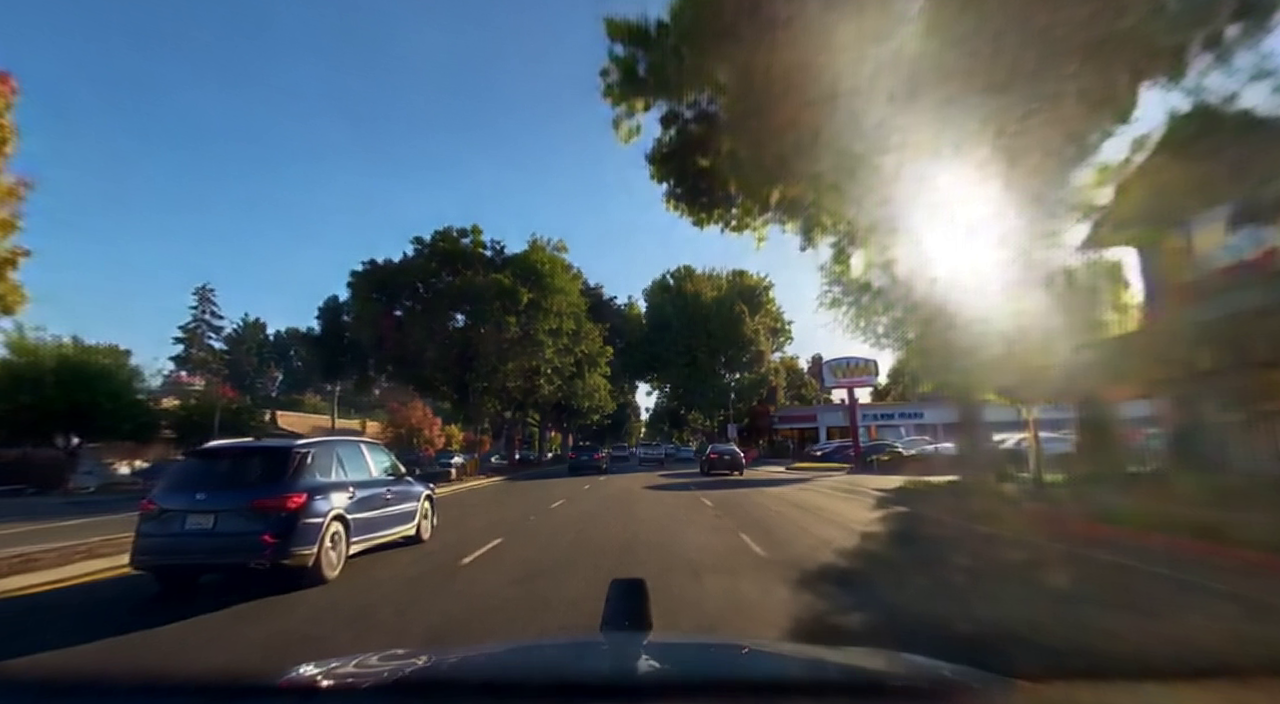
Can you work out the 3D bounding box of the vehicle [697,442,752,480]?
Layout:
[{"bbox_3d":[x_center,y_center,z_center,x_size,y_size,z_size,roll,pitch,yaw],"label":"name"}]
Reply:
[{"bbox_3d":[3.693,4.820,28.087,1.922,1.579,3.642,0,-9,-1],"label":"vehicle"}]

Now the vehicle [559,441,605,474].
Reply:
[{"bbox_3d":[-3.133,5.782,34.745,2.026,1.665,4.193,0,-9,2],"label":"vehicle"}]

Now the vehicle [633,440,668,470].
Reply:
[{"bbox_3d":[0.688,6.718,41.344,2.193,1.873,4.033,0,-9,0],"label":"vehicle"}]

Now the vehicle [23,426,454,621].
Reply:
[{"bbox_3d":[-3.756,1.647,7.099,1.908,1.481,4.351,0,-9,1],"label":"vehicle"}]
